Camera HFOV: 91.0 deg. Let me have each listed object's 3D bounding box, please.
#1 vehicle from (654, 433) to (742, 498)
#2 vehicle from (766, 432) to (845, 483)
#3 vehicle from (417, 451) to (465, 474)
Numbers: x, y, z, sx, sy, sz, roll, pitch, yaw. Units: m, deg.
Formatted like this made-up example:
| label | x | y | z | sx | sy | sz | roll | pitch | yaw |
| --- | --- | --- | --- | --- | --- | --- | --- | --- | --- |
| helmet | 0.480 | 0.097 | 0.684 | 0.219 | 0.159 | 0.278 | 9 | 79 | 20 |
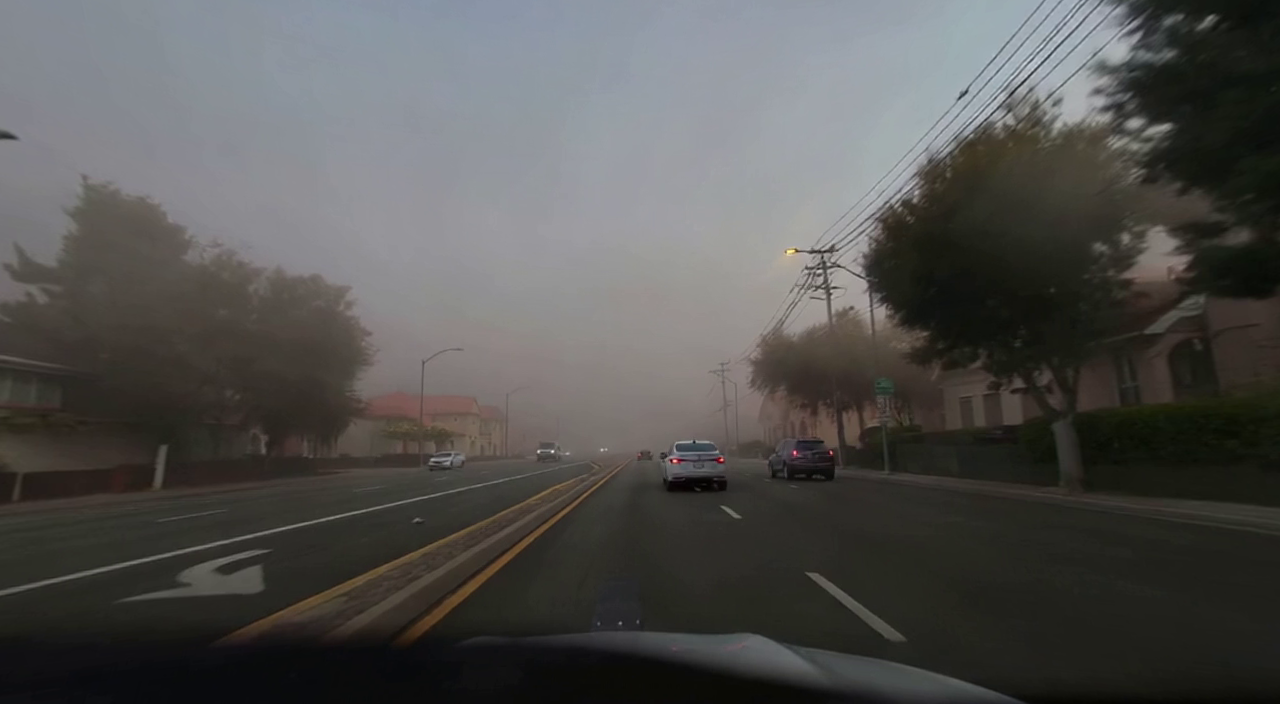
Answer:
| label | x | y | z | sx | sy | sz | roll | pitch | yaw |
| --- | --- | --- | --- | --- | --- | --- | --- | --- | --- |
| vehicle | 1.612 | 3.361 | 18.969 | 2.138 | 1.702 | 4.168 | 0 | -9 | -1 |
| vehicle | 6.661 | 4.297 | 25.916 | 2.061 | 1.889 | 4.268 | 0 | -9 | 0 |
| vehicle | -14.567 | 8.089 | 46.310 | 1.980 | 1.513 | 4.583 | 0 | -9 | 1 |
